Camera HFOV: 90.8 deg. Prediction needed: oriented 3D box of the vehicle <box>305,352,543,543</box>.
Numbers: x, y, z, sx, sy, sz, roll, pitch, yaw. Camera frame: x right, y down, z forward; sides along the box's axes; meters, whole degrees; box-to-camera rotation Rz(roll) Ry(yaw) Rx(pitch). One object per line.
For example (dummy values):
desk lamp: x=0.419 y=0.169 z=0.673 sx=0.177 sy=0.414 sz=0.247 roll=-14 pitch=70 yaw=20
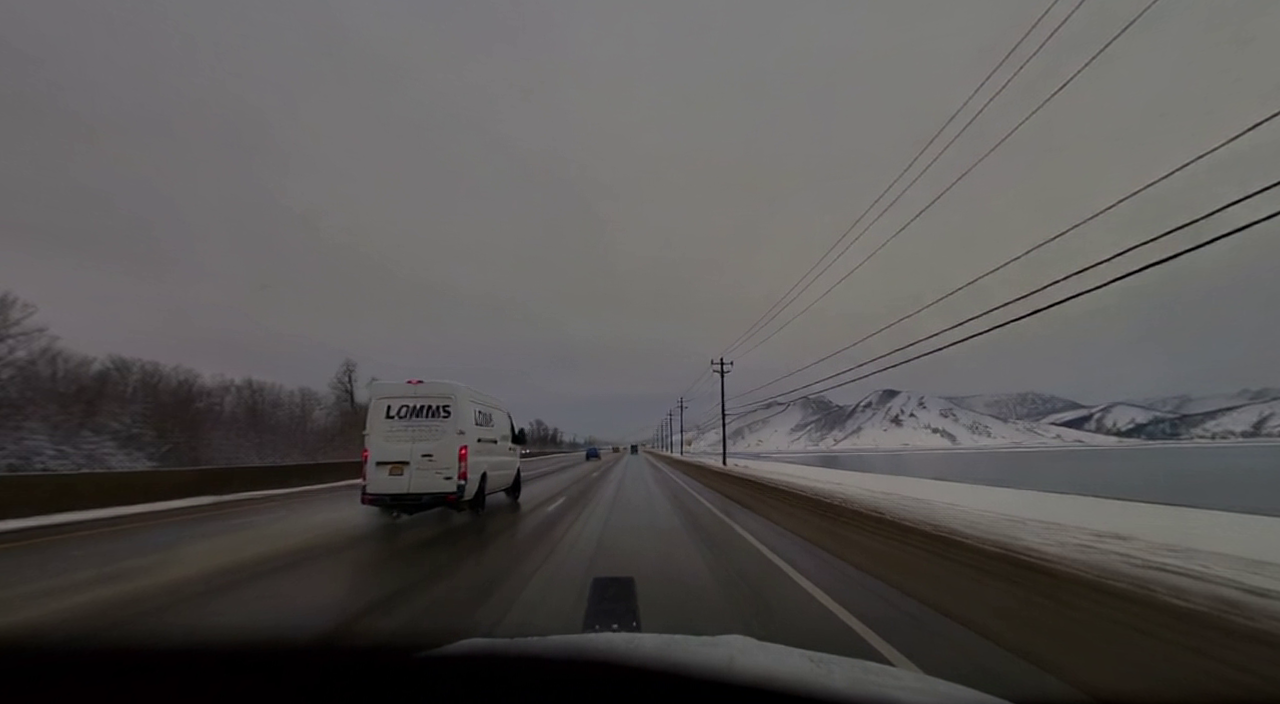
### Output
vehicle: x=-3.634 y=1.853 z=12.530 sx=2.331 sy=2.757 sz=6.581 roll=0 pitch=-8 yaw=0
